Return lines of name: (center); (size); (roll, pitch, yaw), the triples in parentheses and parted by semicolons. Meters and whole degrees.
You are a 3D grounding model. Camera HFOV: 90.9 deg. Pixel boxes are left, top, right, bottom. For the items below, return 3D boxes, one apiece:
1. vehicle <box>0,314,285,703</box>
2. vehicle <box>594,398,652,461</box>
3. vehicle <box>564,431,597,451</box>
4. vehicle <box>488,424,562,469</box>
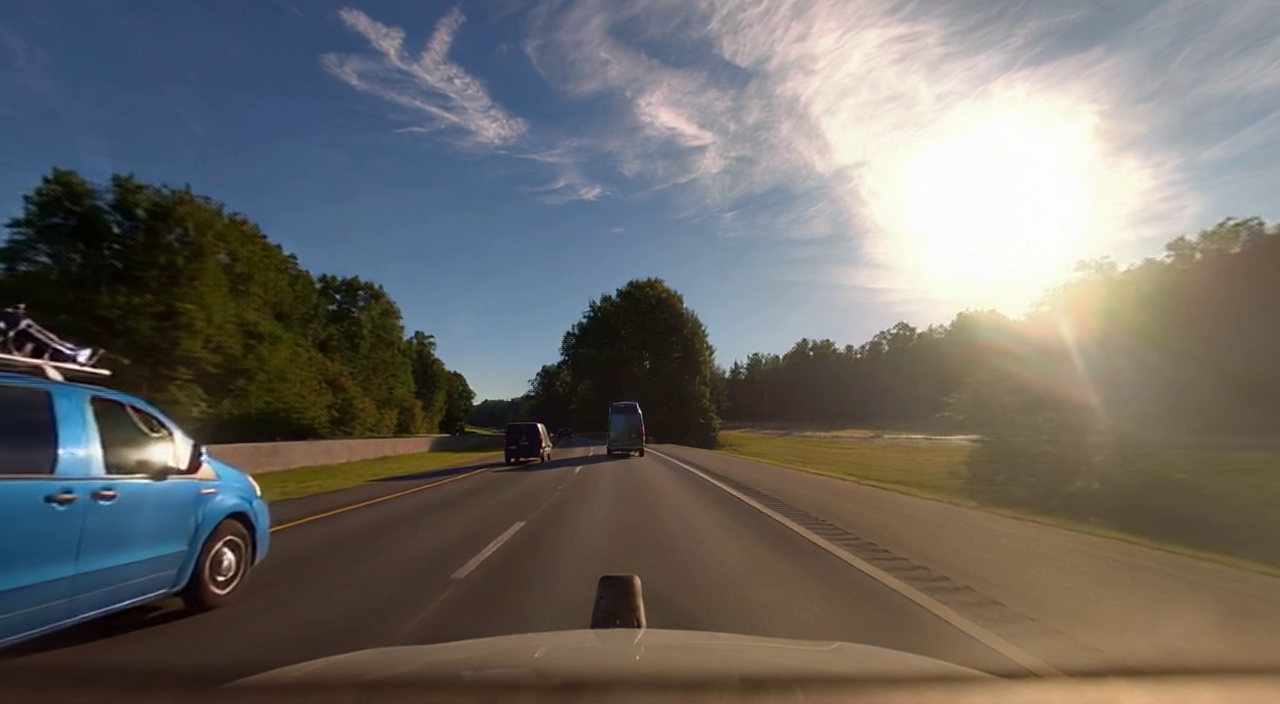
vehicle: (-3.650, 0.684, 2.274); (2.069, 1.751, 4.720); (0, -8, -2)
vehicle: (-0.922, 3.997, 32.271); (2.647, 2.896, 6.480); (0, -8, -3)
vehicle: (-4.544, 6.865, 48.834); (2.251, 1.459, 4.236); (0, -8, -2)
vehicle: (-4.421, 3.712, 24.957); (2.110, 1.636, 4.453); (0, -8, -1)
